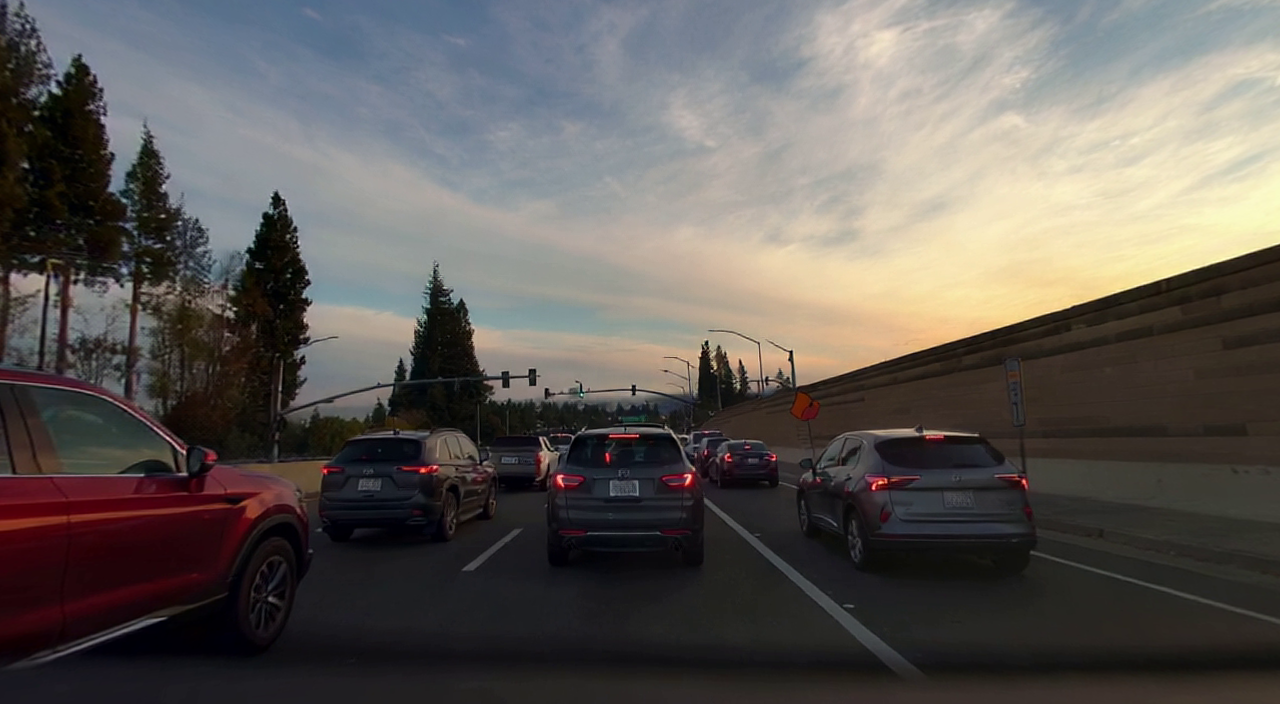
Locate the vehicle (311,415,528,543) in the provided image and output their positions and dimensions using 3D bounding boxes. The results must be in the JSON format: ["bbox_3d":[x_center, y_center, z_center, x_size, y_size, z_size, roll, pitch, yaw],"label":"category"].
[{"bbox_3d":[-3.492,2.114,11.155,2.067,1.759,4.631,0,-8,1],"label":"vehicle"}]

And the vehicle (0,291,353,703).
[{"bbox_3d":[-3.520,0.828,3.110,2.070,1.913,4.450,0,-8,0],"label":"vehicle"}]

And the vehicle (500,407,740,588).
[{"bbox_3d":[-0.156,1.656,7.945,2.245,1.677,3.913,0,-8,1],"label":"vehicle"}]

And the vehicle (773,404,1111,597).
[{"bbox_3d":[3.139,1.633,7.799,2.029,1.702,4.281,0,-8,0],"label":"vehicle"}]
